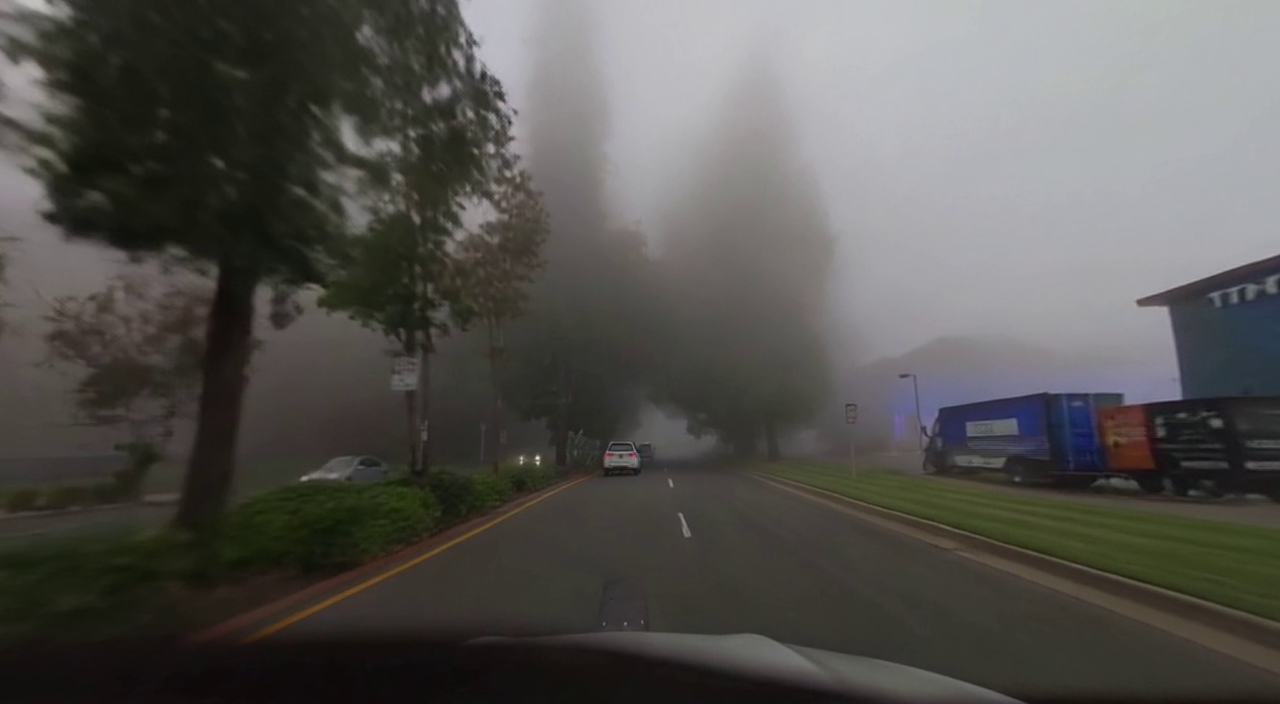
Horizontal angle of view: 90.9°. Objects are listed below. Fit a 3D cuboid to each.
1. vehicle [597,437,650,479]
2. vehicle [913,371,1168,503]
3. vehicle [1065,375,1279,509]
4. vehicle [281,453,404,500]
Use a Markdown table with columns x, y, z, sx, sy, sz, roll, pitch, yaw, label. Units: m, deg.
| x | y | z | sx | sy | sz | roll | pitch | yaw | label |
| --- | --- | --- | --- | --- | --- | --- | --- | --- | --- |
| -0.642 | 4.686 | 28.244 | 2.129 | 1.713 | 4.314 | 0 | -8 | 2 | vehicle |
| 13.926 | 3.168 | 23.683 | 2.794 | 3.710 | 10.785 | -3 | -8 | 3 | vehicle |
| 13.233 | 2.060 | 14.472 | 2.507 | 2.441 | 6.959 | -1 | -8 | 4 | vehicle |
| -10.798 | 4.513 | 23.317 | 1.937 | 1.465 | 4.506 | -1 | -8 | 6 | vehicle |
